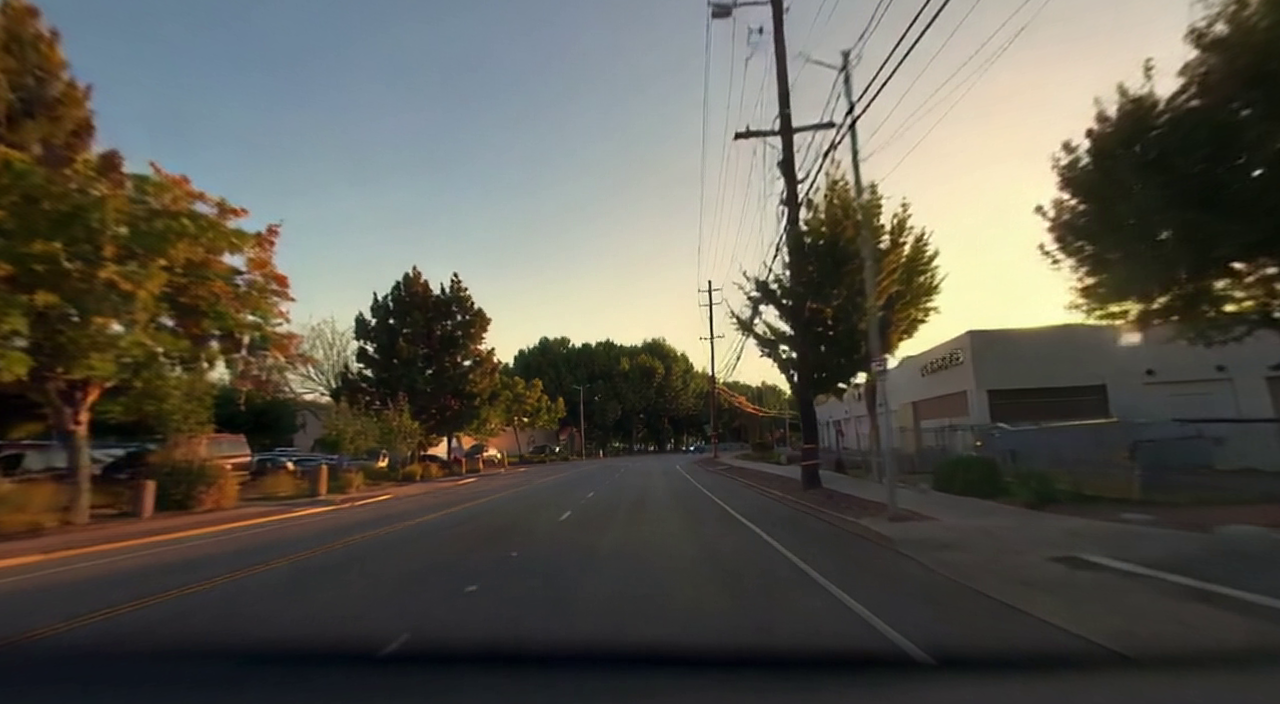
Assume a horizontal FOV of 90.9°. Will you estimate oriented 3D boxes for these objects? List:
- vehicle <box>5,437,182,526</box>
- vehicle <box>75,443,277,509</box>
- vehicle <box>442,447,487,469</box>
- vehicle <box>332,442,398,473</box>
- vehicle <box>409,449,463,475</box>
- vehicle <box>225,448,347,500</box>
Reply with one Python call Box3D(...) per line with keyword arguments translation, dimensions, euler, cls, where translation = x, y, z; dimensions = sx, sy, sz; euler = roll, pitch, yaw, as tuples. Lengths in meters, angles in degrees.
Box3D(translation=(-16.820, 3.919, 19.699), dimensions=(1.972, 1.891, 3.936), euler=(2, 0, 2), cls="vehicle")
Box3D(translation=(-14.255, 3.799, 19.979), dimensions=(1.949, 1.735, 5.568), euler=(-1, -8, 3), cls="vehicle")
Box3D(translation=(-13.584, 8.205, 49.009), dimensions=(2.070, 1.577, 4.652), euler=(0, -9, 2), cls="vehicle")
Box3D(translation=(-19.176, 7.369, 44.285), dimensions=(2.099, 2.038, 5.624), euler=(0, -9, 0), cls="vehicle")
Box3D(translation=(-13.969, 7.531, 43.441), dimensions=(2.122, 1.440, 4.601), euler=(-4, -8, 0), cls="vehicle")
Box3D(translation=(-14.263, 4.908, 25.881), dimensions=(2.053, 1.772, 5.189), euler=(-3, -9, 0), cls="vehicle")
